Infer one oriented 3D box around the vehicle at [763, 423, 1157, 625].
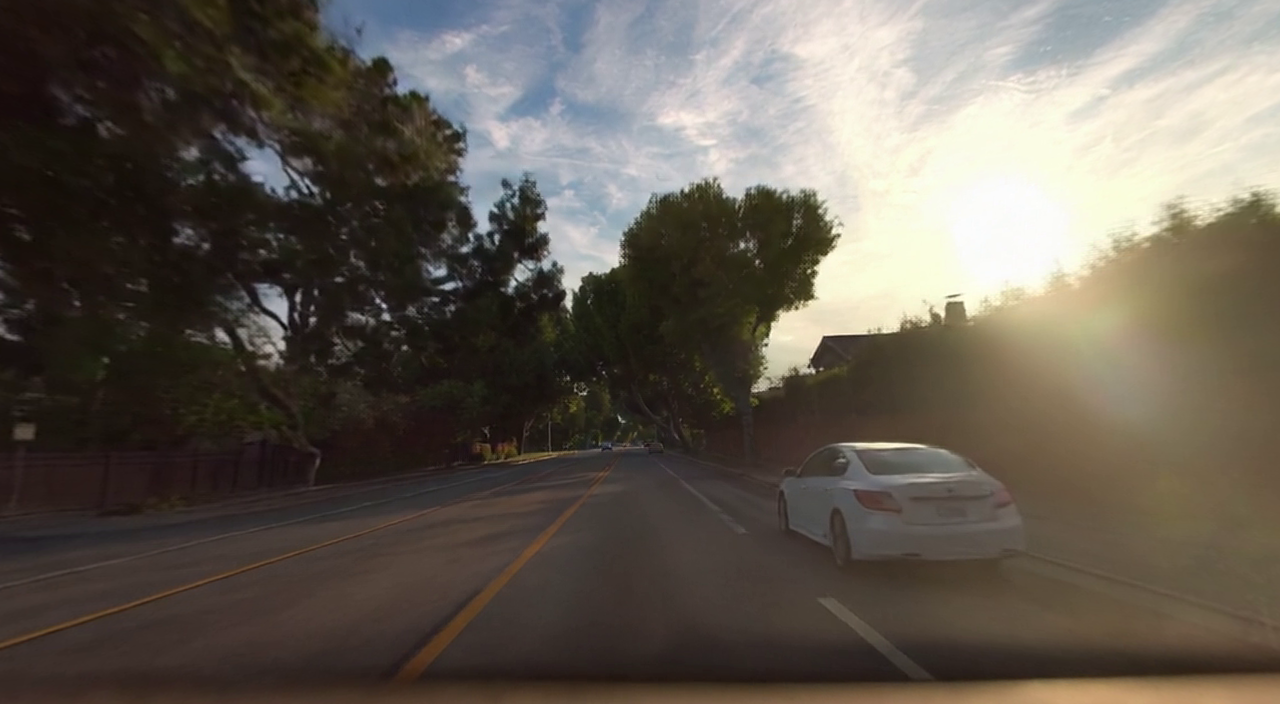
[{"bbox_3d":[2.795,1.594,6.828,1.991,1.476,4.153,1,-9,-1],"label":"vehicle"}]
